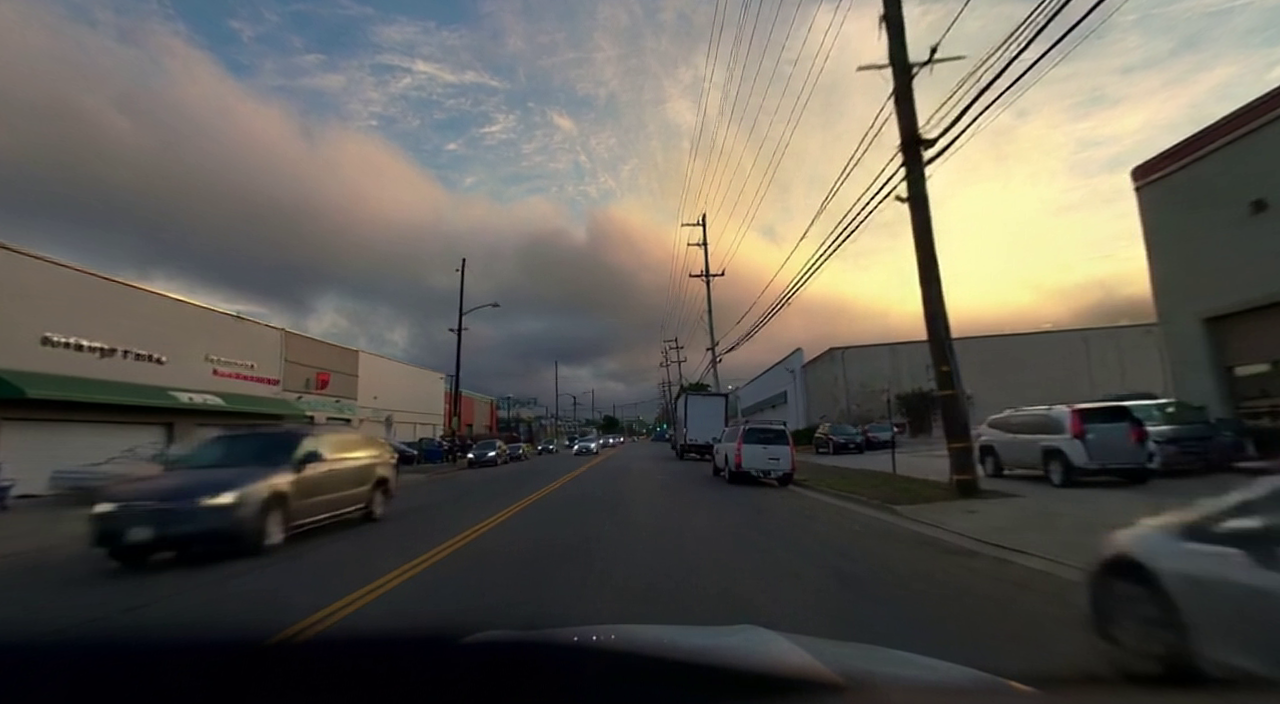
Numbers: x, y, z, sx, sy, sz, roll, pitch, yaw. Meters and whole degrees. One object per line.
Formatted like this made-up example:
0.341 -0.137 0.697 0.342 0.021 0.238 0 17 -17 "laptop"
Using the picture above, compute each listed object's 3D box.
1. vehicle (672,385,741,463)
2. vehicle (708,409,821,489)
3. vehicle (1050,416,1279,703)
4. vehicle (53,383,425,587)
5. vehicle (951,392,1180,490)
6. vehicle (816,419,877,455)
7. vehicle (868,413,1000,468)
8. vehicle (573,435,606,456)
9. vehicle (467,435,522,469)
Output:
3.455 4.121 35.062 2.874 3.757 8.612 0 -8 0 "vehicle"
3.518 2.932 19.300 2.249 2.026 6.211 0 -8 1 "vehicle"
3.608 0.843 1.566 1.974 1.455 4.776 0 -8 0 "vehicle"
-4.900 1.691 8.902 2.254 1.963 4.823 -2 -8 -3 "vehicle"
9.302 2.047 14.495 1.985 1.858 4.831 -1 -8 2 "vehicle"
10.477 4.401 32.433 2.040 1.722 4.502 -1 -8 6 "vehicle"
9.109 2.818 20.054 1.851 1.541 4.336 0 -8 -4 "vehicle"
-3.904 7.343 49.521 2.020 1.528 4.258 -1 -8 3 "vehicle"
-8.324 5.770 36.549 1.954 1.622 4.761 -5 -8 -1 "vehicle"
